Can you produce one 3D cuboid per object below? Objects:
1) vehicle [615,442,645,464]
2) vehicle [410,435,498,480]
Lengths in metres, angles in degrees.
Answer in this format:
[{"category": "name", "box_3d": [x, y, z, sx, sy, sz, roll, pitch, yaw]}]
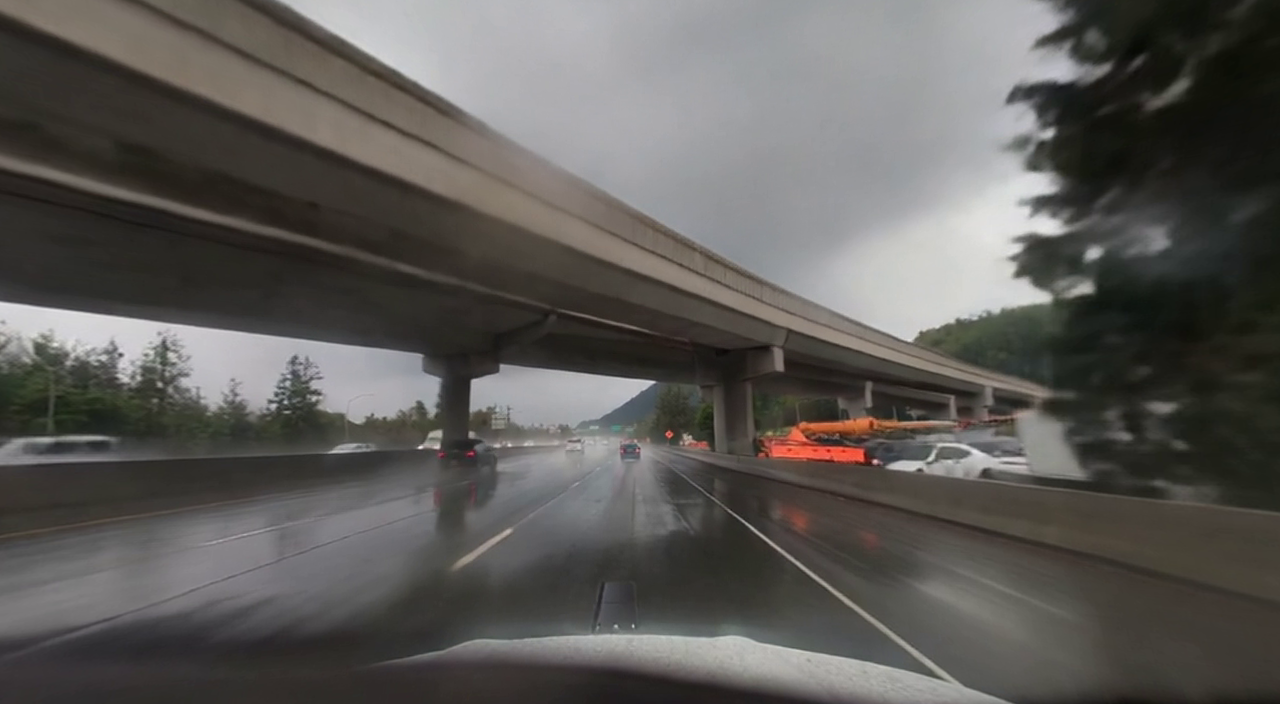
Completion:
[{"category": "vehicle", "box_3d": [-0.733, 7.202, 45.293, 2.051, 1.459, 4.092, 0, -8, 0]}, {"category": "vehicle", "box_3d": [-7.187, 4.114, 24.888, 2.128, 1.604, 4.279, 0, -8, 0]}]
